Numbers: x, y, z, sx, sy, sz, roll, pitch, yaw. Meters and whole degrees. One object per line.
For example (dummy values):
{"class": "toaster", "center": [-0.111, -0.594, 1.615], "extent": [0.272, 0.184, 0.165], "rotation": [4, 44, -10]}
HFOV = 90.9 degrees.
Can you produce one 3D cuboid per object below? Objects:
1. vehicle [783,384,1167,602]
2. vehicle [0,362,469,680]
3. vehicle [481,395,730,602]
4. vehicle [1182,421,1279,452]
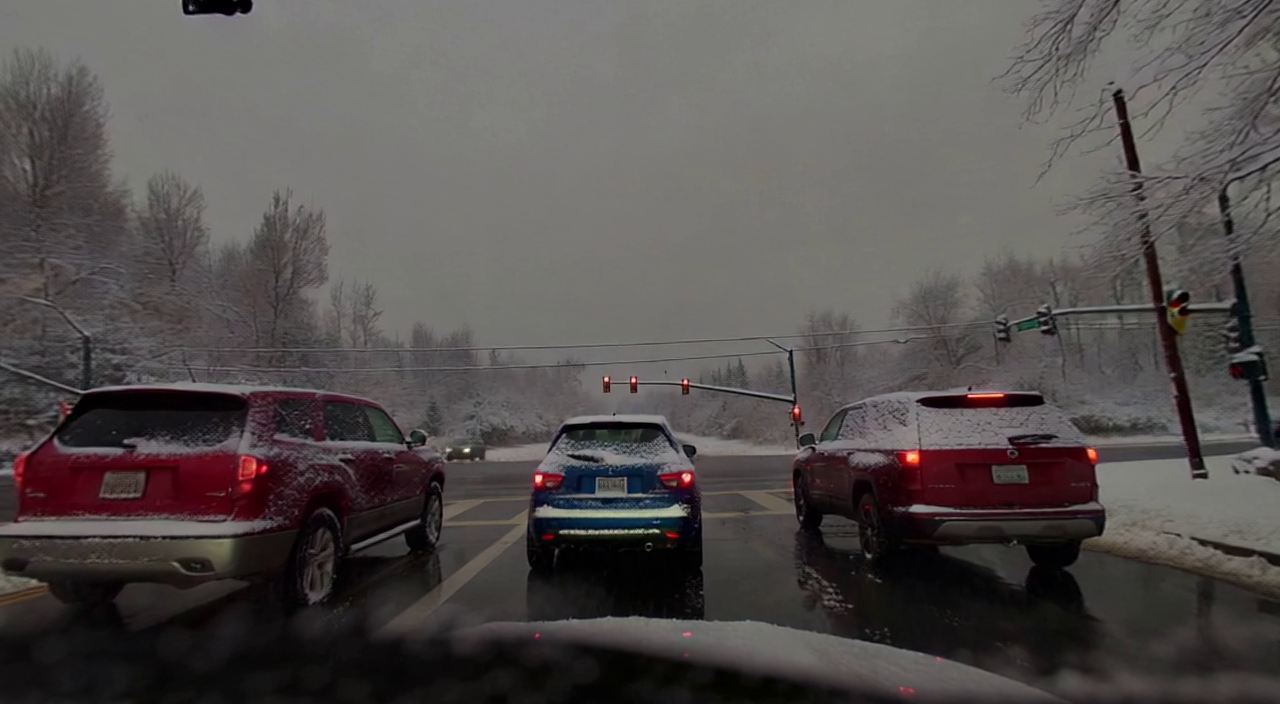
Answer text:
{"class": "vehicle", "center": [3.272, 1.487, 7.514], "extent": [2.083, 1.779, 4.532], "rotation": [0, -8, 0]}
{"class": "vehicle", "center": [-3.272, 1.284, 5.886], "extent": [2.047, 1.810, 4.414], "rotation": [0, -8, 1]}
{"class": "vehicle", "center": [-0.233, 1.514, 7.322], "extent": [2.067, 1.702, 3.987], "rotation": [0, -8, 2]}
{"class": "vehicle", "center": [32.866, 4.674, 34.807], "extent": [4.175, 1.634, 1.877], "rotation": [1, -8, -5]}
